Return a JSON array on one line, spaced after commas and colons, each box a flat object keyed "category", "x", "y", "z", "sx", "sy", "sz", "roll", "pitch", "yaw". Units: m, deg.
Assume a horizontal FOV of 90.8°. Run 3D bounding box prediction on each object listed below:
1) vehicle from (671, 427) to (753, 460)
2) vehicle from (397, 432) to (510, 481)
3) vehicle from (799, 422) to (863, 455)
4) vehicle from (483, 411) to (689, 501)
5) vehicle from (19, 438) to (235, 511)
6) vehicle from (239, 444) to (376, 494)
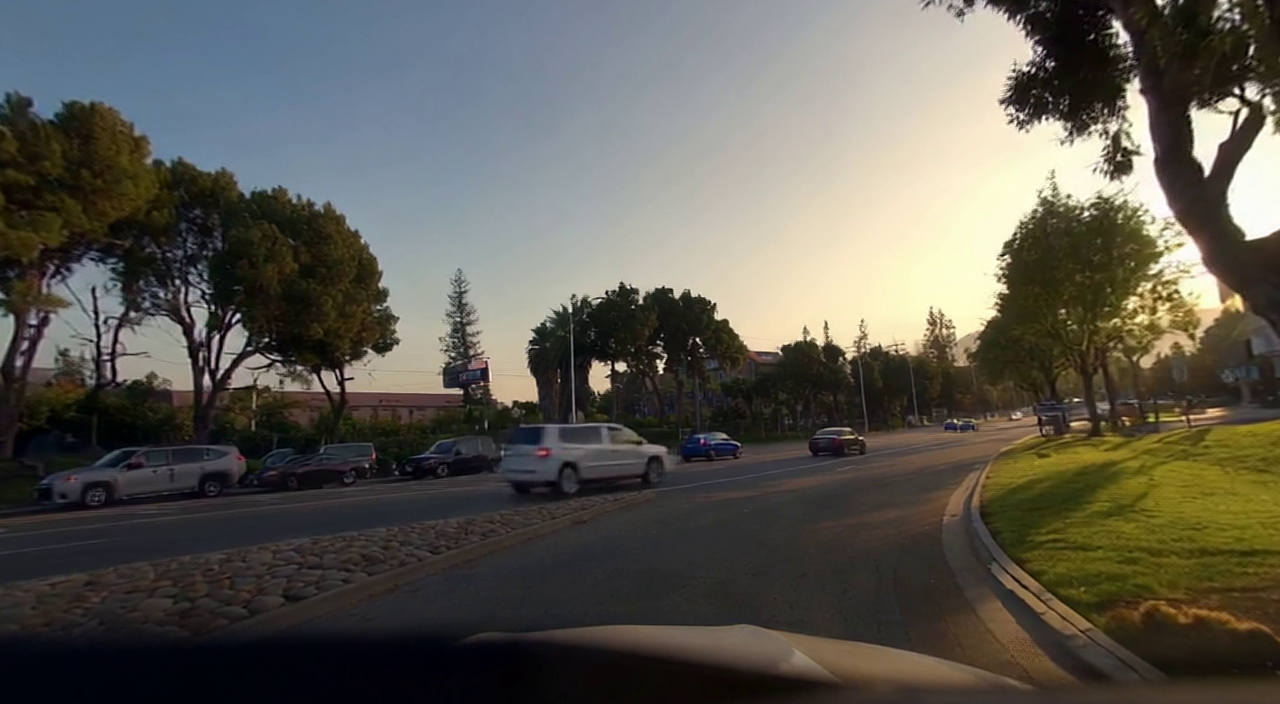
[{"category": "vehicle", "x": 4.005, "y": 5.011, "z": 34.473, "sx": 2.183, "sy": 1.651, "sz": 4.928, "roll": -7, "pitch": -11, "yaw": 37}, {"category": "vehicle", "x": -9.065, "y": 5.030, "z": 31.046, "sx": 2.134, "sy": 1.924, "sz": 4.911, "roll": -6, "pitch": -6, "yaw": 40}, {"category": "vehicle", "x": 12.025, "y": 5.401, "z": 39.516, "sx": 1.954, "sy": 1.639, "sz": 5.229, "roll": -8, "pitch": -8, "yaw": 38}, {"category": "vehicle", "x": -1.290, "y": 2.560, "z": 16.277, "sx": 2.517, "sy": 1.936, "sz": 4.748, "roll": -9, "pitch": -10, "yaw": 44}, {"category": "vehicle", "x": -16.299, "y": 3.825, "z": 20.376, "sx": 2.294, "sy": 2.000, "sz": 4.788, "roll": -7, "pitch": -10, "yaw": 31}, {"category": "vehicle", "x": -13.055, "y": 4.553, "z": 25.061, "sx": 1.904, "sy": 1.719, "sz": 4.326, "roll": -6, "pitch": -10, "yaw": 36}]
